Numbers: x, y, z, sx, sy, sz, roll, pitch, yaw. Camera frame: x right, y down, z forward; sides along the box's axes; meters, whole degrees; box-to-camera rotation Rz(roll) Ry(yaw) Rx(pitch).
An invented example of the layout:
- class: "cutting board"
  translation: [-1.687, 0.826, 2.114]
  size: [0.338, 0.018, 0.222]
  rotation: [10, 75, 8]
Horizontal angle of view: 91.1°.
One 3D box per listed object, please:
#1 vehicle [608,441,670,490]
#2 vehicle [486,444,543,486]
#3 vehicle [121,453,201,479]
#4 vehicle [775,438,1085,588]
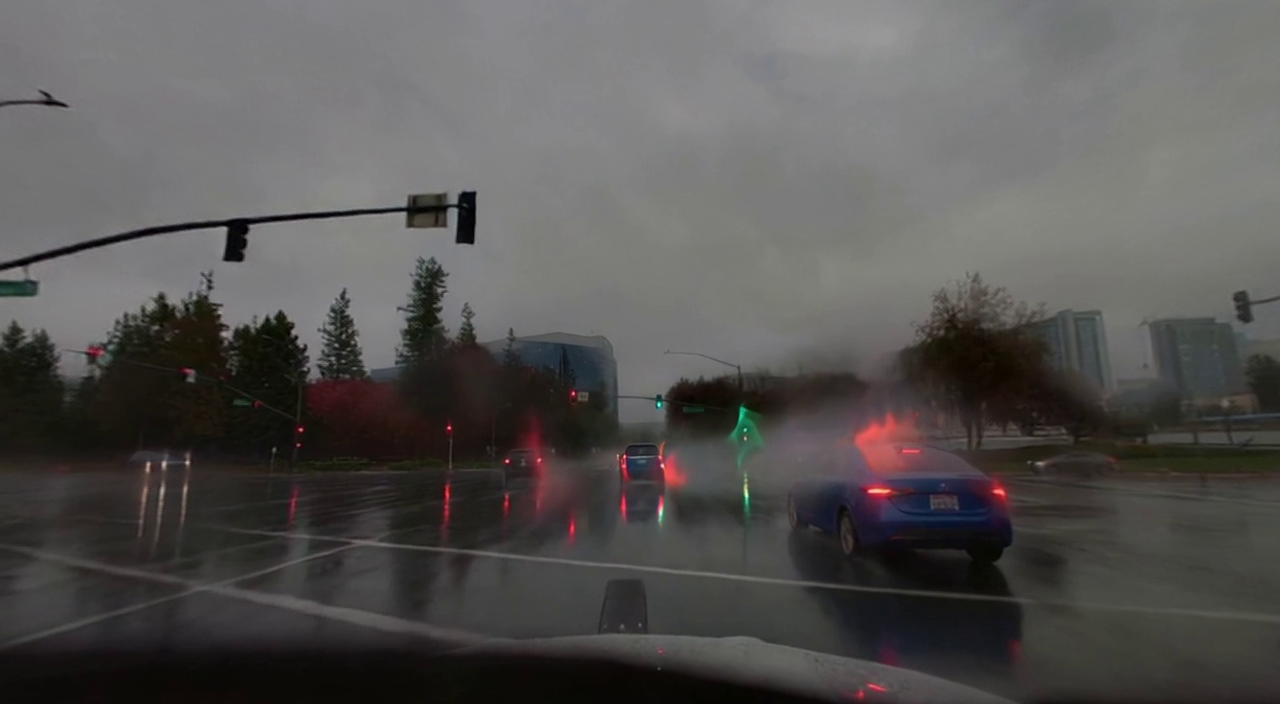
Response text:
- class: "vehicle"
  translation: [-0.033, 4.190, 23.552]
  size: [2.108, 1.654, 4.235]
  rotation: [0, -8, 0]
- class: "vehicle"
  translation: [-5.477, 4.803, 26.994]
  size: [1.987, 1.633, 4.005]
  rotation: [2, -9, -17]
- class: "vehicle"
  translation: [-31.458, 7.446, 41.220]
  size: [4.422, 1.605, 1.955]
  rotation: [-3, -9, 20]
- class: "vehicle"
  translation: [3.377, 1.941, 8.562]
  size: [2.056, 1.468, 4.520]
  rotation: [0, -8, 0]
